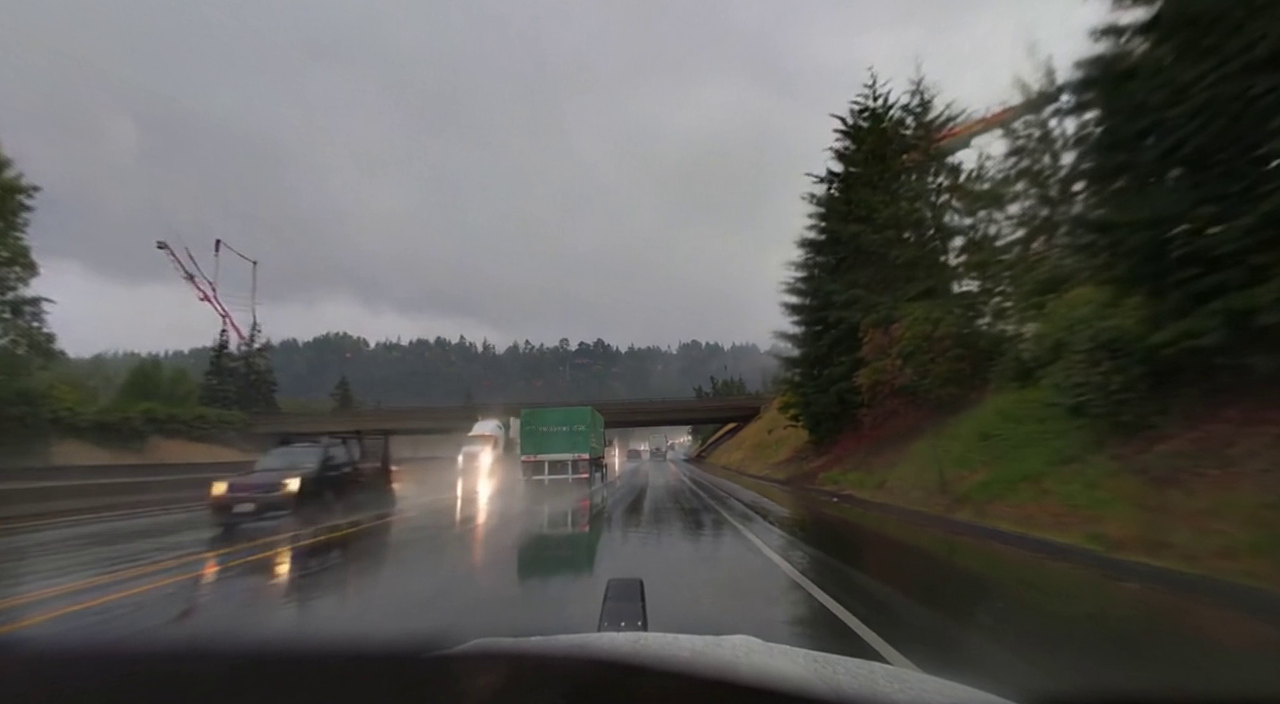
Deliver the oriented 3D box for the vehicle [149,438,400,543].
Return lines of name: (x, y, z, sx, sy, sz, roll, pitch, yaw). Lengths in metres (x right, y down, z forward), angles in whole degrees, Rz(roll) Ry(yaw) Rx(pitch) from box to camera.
vehicle: (-6.481, 2.491, 11.919, 2.136, 1.596, 4.195, 0, -9, 1)

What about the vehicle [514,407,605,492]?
vehicle: (-2.813, 3.723, 23.995, 2.565, 2.771, 6.641, 0, -9, 0)
